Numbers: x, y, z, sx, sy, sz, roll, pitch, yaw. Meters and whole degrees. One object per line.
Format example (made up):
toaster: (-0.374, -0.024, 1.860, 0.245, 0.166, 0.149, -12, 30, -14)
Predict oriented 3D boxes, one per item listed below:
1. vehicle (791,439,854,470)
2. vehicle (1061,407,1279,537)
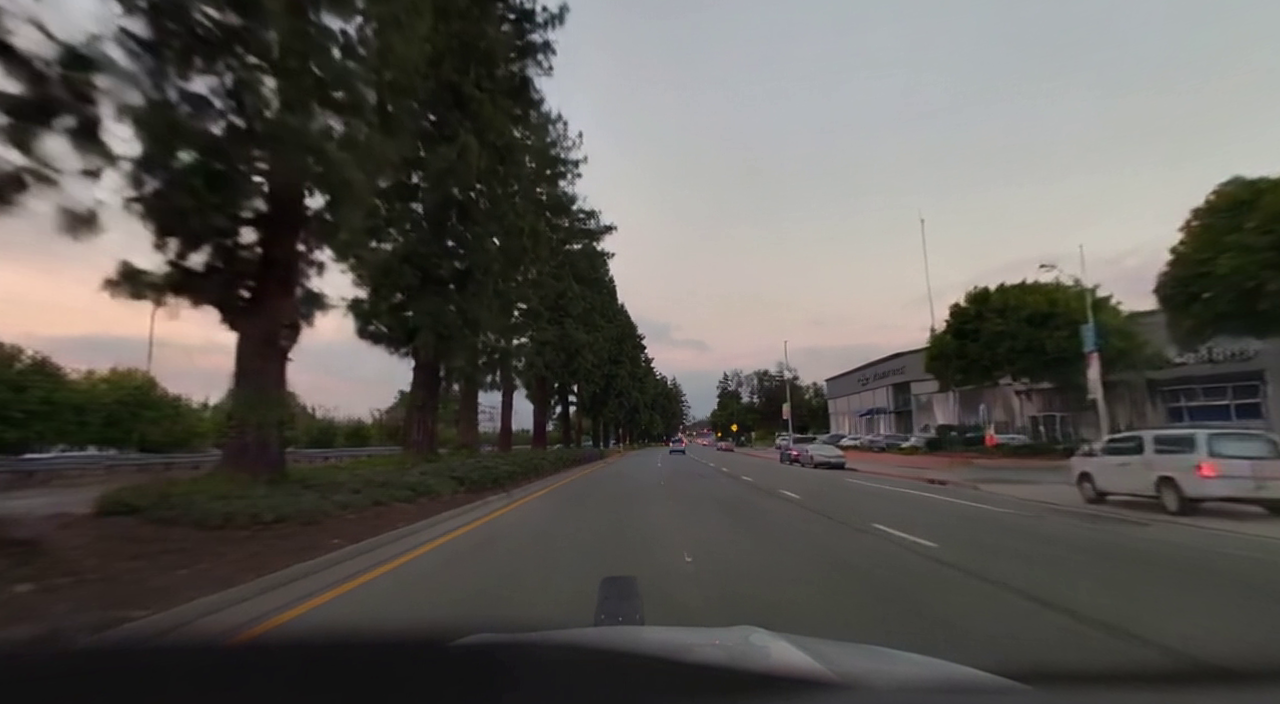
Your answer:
vehicle: (9.121, 5.155, 31.942, 2.022, 1.449, 4.706, -1, -9, 3)
vehicle: (10.939, 2.186, 12.157, 2.264, 1.958, 5.135, -1, -9, 3)
